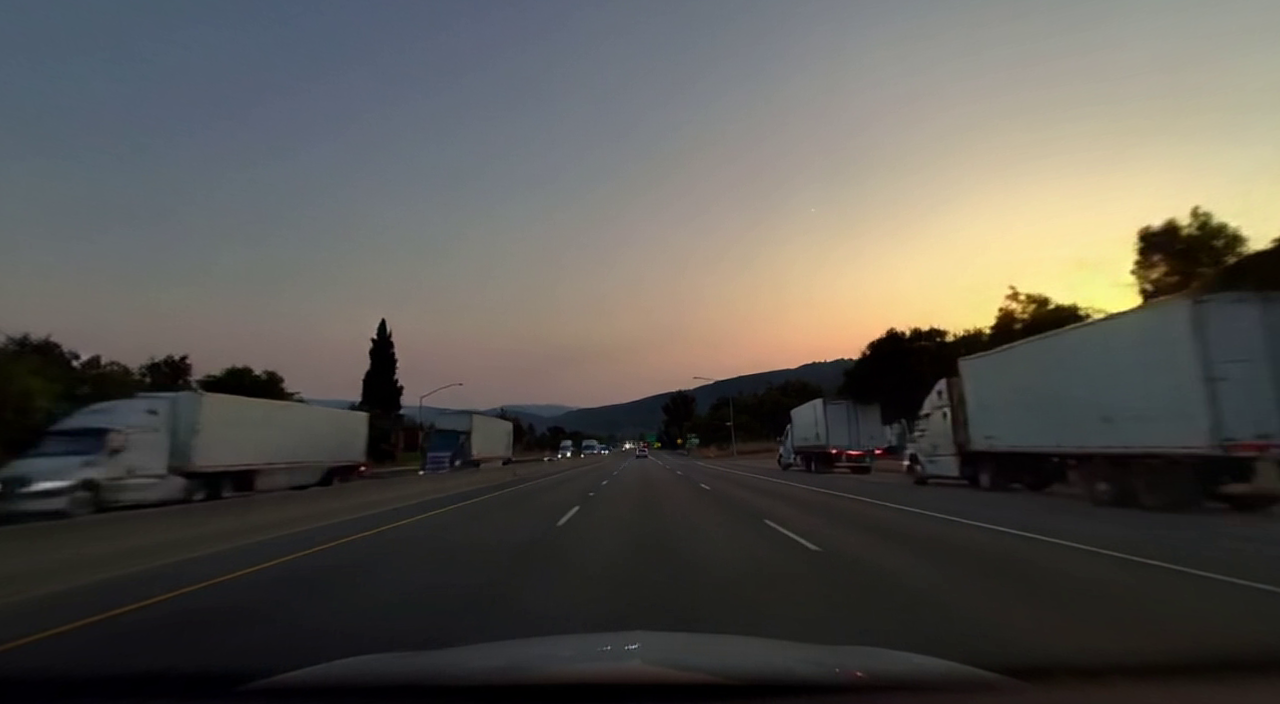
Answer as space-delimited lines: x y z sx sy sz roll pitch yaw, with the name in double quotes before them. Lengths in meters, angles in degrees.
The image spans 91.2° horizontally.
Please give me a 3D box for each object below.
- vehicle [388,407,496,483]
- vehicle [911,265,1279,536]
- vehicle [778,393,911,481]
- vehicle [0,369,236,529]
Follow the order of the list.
"vehicle" -11.517 5.675 38.018 3.029 3.881 10.922 0 -9 0
"vehicle" 11.058 1.526 14.614 2.850 4.038 14.497 0 -9 -1
"vehicle" 10.998 5.015 36.063 2.911 4.067 13.916 -1 -9 0
"vehicle" -15.566 2.852 18.640 2.996 3.975 5.840 -1 -9 0
